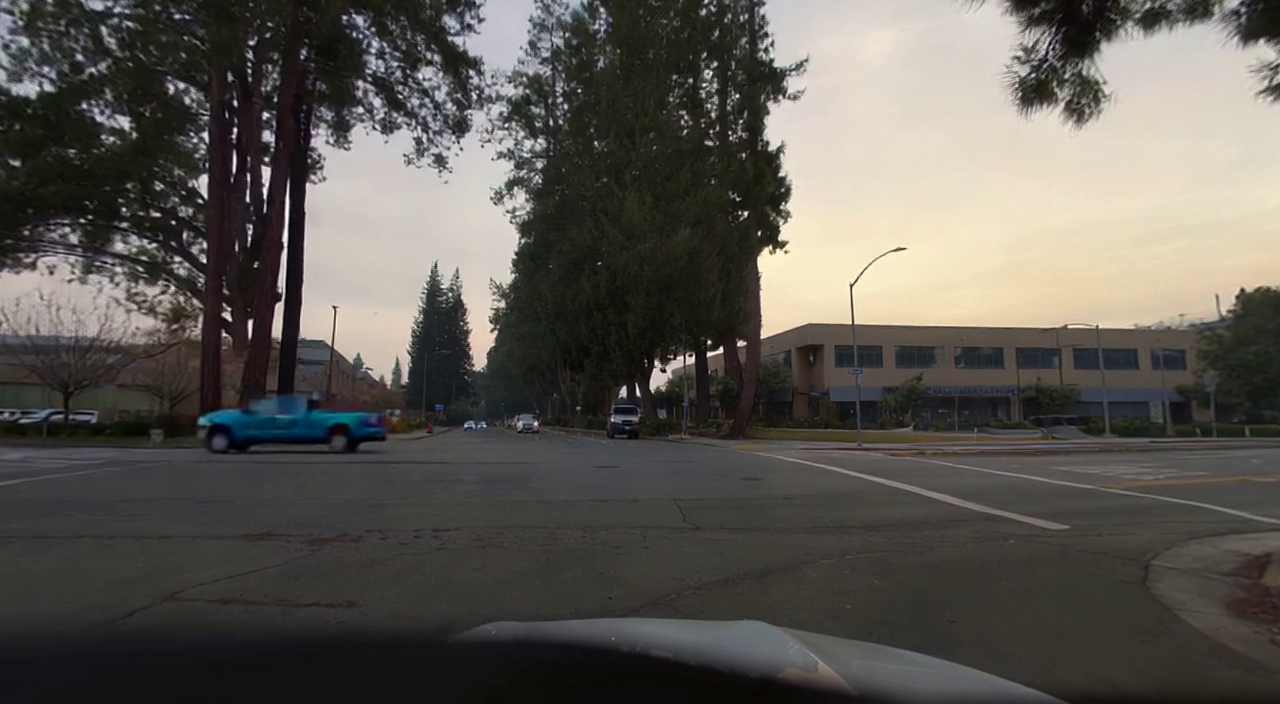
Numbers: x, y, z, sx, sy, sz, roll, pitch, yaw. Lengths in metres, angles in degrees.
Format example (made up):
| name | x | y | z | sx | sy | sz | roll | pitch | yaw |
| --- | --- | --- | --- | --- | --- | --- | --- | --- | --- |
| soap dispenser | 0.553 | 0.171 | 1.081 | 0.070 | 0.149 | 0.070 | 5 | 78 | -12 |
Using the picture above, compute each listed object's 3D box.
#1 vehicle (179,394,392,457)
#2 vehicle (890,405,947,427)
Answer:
| name | x | y | z | sx | sy | sz | roll | pitch | yaw |
| --- | --- | --- | --- | --- | --- | --- | --- | --- | --- |
| vehicle | -10.912 | 2.364 | 19.817 | 5.333 | 1.837 | 2.124 | 1 | -9 | -10 |
| vehicle | 21.218 | 4.898 | 47.771 | 4.674 | 1.483 | 1.745 | 6 | -10 | -35 |
